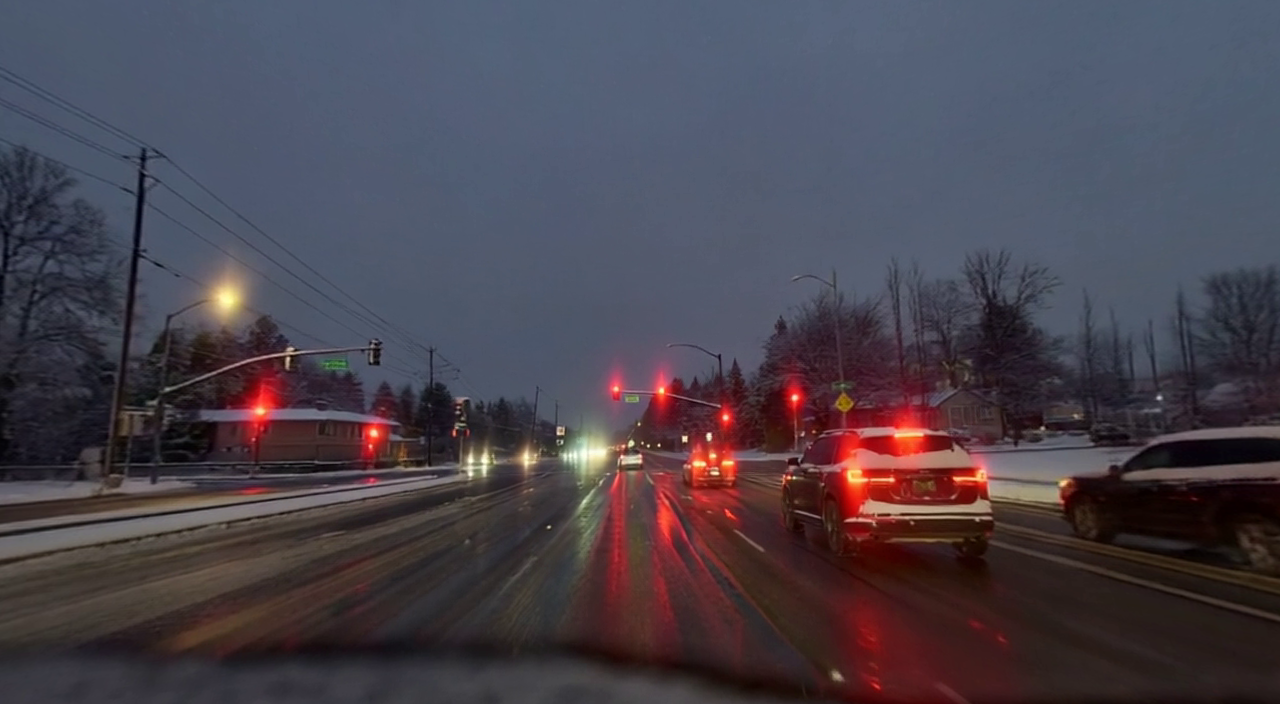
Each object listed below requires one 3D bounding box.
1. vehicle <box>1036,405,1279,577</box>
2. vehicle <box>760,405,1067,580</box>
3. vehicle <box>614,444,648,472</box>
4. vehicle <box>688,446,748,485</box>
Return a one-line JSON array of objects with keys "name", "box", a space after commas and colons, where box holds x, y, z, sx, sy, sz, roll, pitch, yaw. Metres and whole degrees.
[{"name": "vehicle", "box": [7.621, 1.652, 7.964, 2.172, 1.745, 4.608, 0, -9, 0]}, {"name": "vehicle", "box": [3.238, 1.783, 8.790, 2.129, 1.761, 4.610, 0, -9, -1]}, {"name": "vehicle", "box": [-0.646, 6.952, 41.494, 2.146, 1.685, 4.003, 0, -9, -2]}, {"name": "vehicle", "box": [3.115, 4.615, 26.011, 1.889, 1.451, 4.180, 0, -9, -1]}]
